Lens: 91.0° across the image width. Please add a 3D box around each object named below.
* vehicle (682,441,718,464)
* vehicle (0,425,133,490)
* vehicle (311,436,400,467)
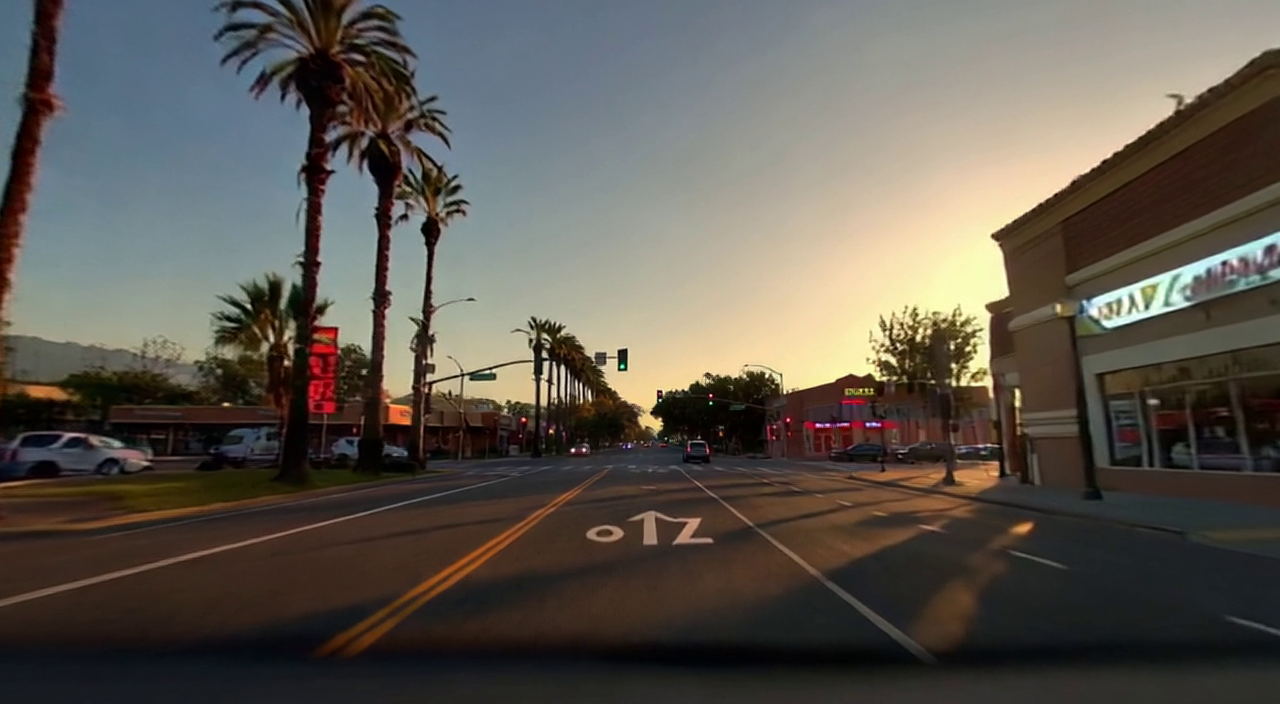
[{"bbox_3d":[4.066,6.926,43.372,2.065,1.507,4.225,0,-9,-1],"label":"vehicle"},{"bbox_3d":[-19.526,3.285,19.741,5.049,1.874,2.462,0,-9,0],"label":"vehicle"},{"bbox_3d":[-19.447,6.814,43.194,4.901,2.064,2.296,0,-8,1],"label":"vehicle"}]
